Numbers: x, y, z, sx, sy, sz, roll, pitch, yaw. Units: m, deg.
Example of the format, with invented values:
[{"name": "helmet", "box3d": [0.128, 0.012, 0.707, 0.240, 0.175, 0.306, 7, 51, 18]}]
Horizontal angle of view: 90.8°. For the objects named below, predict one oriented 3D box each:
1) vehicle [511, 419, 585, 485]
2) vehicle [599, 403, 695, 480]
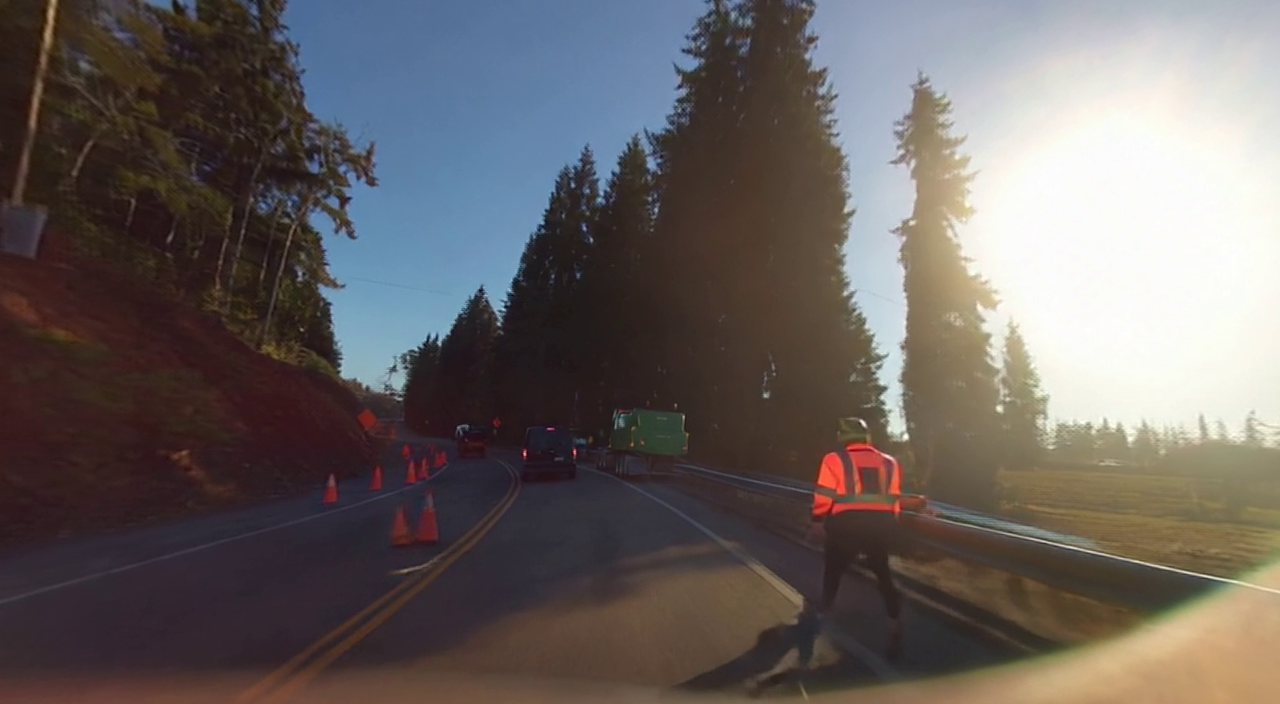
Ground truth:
[{"name": "vehicle", "box3d": [-3.638, 3.798, 24.146, 2.362, 2.223, 4.892, 2, -9, -13]}, {"name": "vehicle", "box3d": [0.053, 4.432, 31.883, 3.126, 3.310, 8.534, 1, -8, -11]}]
